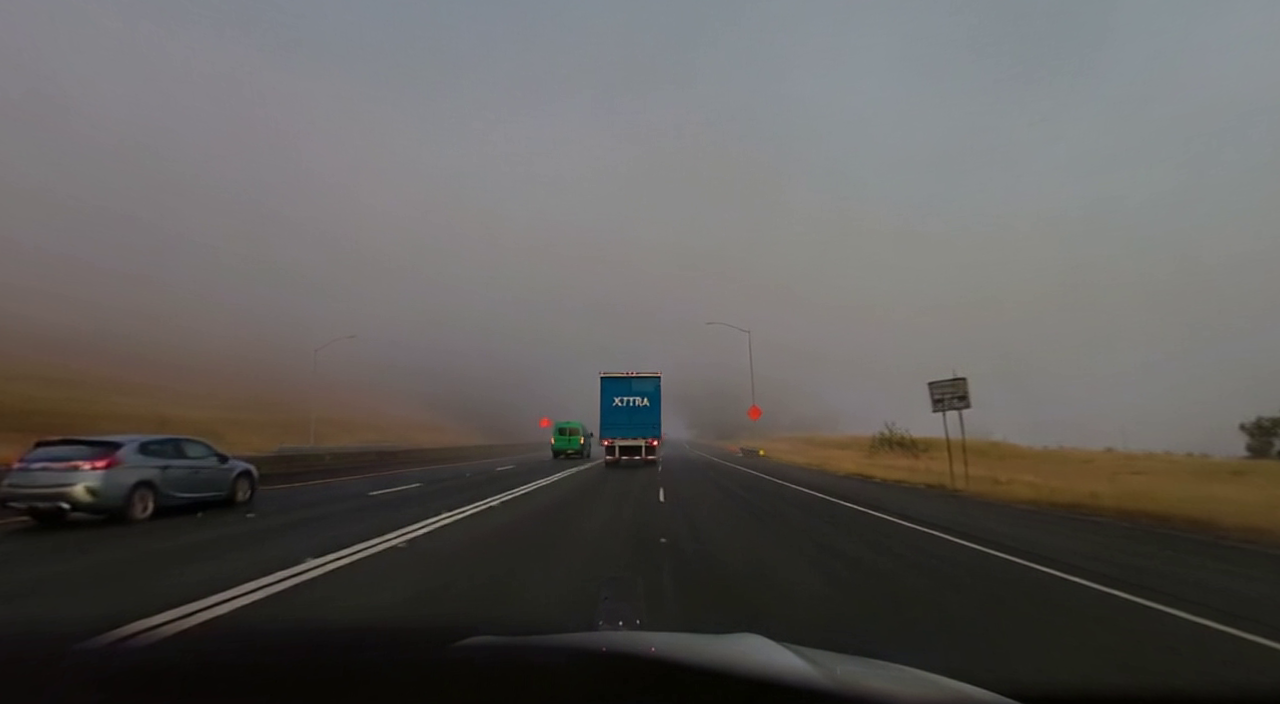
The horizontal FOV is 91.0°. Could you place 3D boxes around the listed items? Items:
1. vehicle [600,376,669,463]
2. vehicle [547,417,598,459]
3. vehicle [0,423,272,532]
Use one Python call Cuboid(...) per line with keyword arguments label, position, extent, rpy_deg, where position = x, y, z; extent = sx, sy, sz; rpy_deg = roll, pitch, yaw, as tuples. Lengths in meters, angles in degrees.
Cuboid(label="vehicle", position=(-0.167, 3.962, 33.994), extent=(3.183, 4.011, 9.617), rpy_deg=(0, -10, 1))
Cuboid(label="vehicle", position=(-4.361, 5.751, 41.875), extent=(2.469, 2.615, 5.874), rpy_deg=(0, -8, 2))
Cuboid(label="vehicle", position=(-8.950, 2.093, 11.187), extent=(1.915, 1.506, 4.594), rpy_deg=(0, -8, 2))
